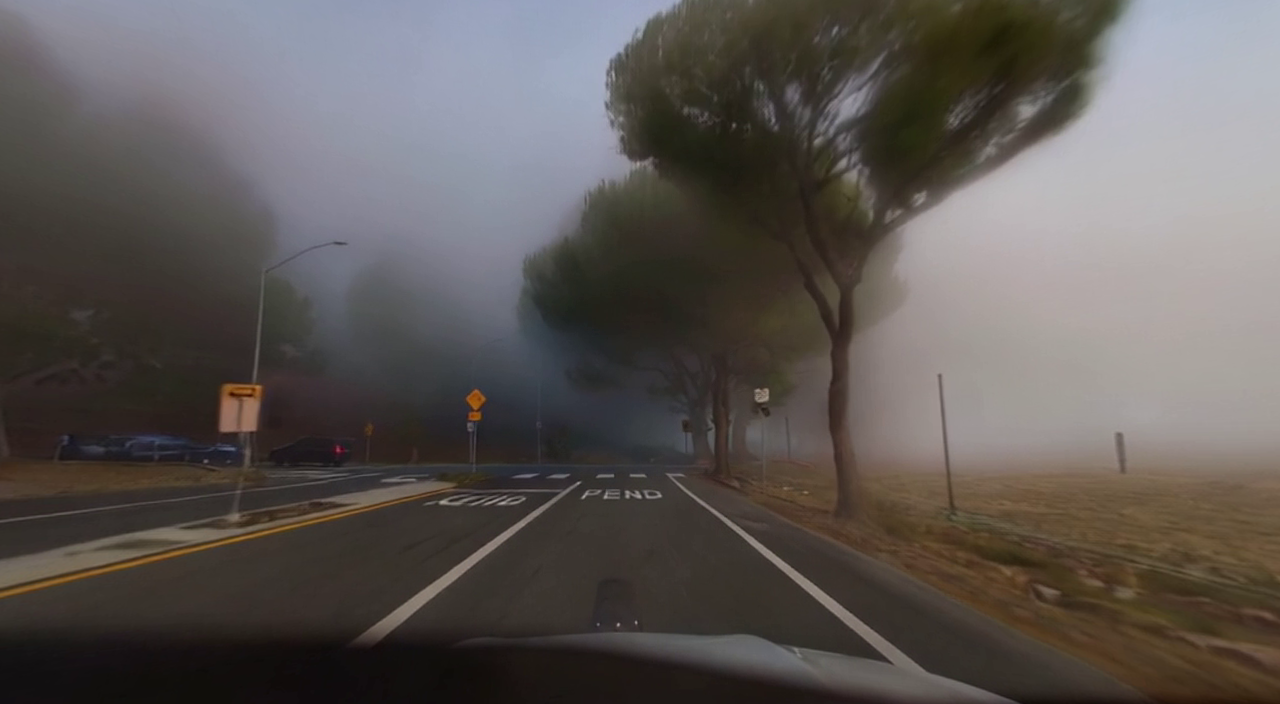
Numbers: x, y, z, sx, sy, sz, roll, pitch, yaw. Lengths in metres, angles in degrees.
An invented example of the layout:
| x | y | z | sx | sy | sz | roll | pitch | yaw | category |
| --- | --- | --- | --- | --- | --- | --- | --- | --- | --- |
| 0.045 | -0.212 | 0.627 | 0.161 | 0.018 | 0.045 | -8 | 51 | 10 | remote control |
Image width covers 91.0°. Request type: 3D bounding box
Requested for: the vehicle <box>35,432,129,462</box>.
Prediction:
| x | y | z | sx | sy | sz | roll | pitch | yaw | category |
| --- | --- | --- | --- | --- | --- | --- | --- | --- | --- |
| -36.422 | 6.200 | 41.272 | 1.951 | 1.843 | 4.498 | 0 | -8 | 0 | vehicle |

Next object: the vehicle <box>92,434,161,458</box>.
| x | y | z | sx | sy | sz | roll | pitch | yaw | category |
| --- | --- | --- | --- | --- | --- | --- | --- | --- | --- |
| -33.814 | 6.224 | 41.534 | 1.601 | 1.494 | 3.449 | 0 | -8 | 0 | vehicle |

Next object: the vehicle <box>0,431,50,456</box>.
| x | y | z | sx | sy | sz | roll | pitch | yaw | category |
| --- | --- | --- | --- | --- | --- | --- | --- | --- | --- |
| -41.344 | 6.028 | 41.418 | 1.705 | 1.596 | 3.596 | 0 | -8 | -5 | vehicle |

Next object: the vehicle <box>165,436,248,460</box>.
| x | y | z | sx | sy | sz | roll | pitch | yaw | category |
| --- | --- | --- | --- | --- | --- | --- | --- | --- | --- |
| -28.335 | 6.312 | 41.320 | 1.823 | 1.463 | 4.771 | 0 | -8 | 4 | vehicle |

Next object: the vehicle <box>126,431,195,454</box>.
| x | y | z | sx | sy | sz | roll | pitch | yaw | category |
| --- | --- | --- | --- | --- | --- | --- | --- | --- | --- |
| -31.269 | 5.927 | 41.147 | 1.561 | 1.438 | 3.699 | 0 | -8 | 1 | vehicle |

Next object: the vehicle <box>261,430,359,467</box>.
| x | y | z | sx | sy | sz | roll | pitch | yaw | category |
| --- | --- | --- | --- | --- | --- | --- | --- | --- | --- |
| -18.381 | 5.406 | 35.332 | 4.529 | 1.976 | 2.002 | 3 | -9 | -19 | vehicle |
